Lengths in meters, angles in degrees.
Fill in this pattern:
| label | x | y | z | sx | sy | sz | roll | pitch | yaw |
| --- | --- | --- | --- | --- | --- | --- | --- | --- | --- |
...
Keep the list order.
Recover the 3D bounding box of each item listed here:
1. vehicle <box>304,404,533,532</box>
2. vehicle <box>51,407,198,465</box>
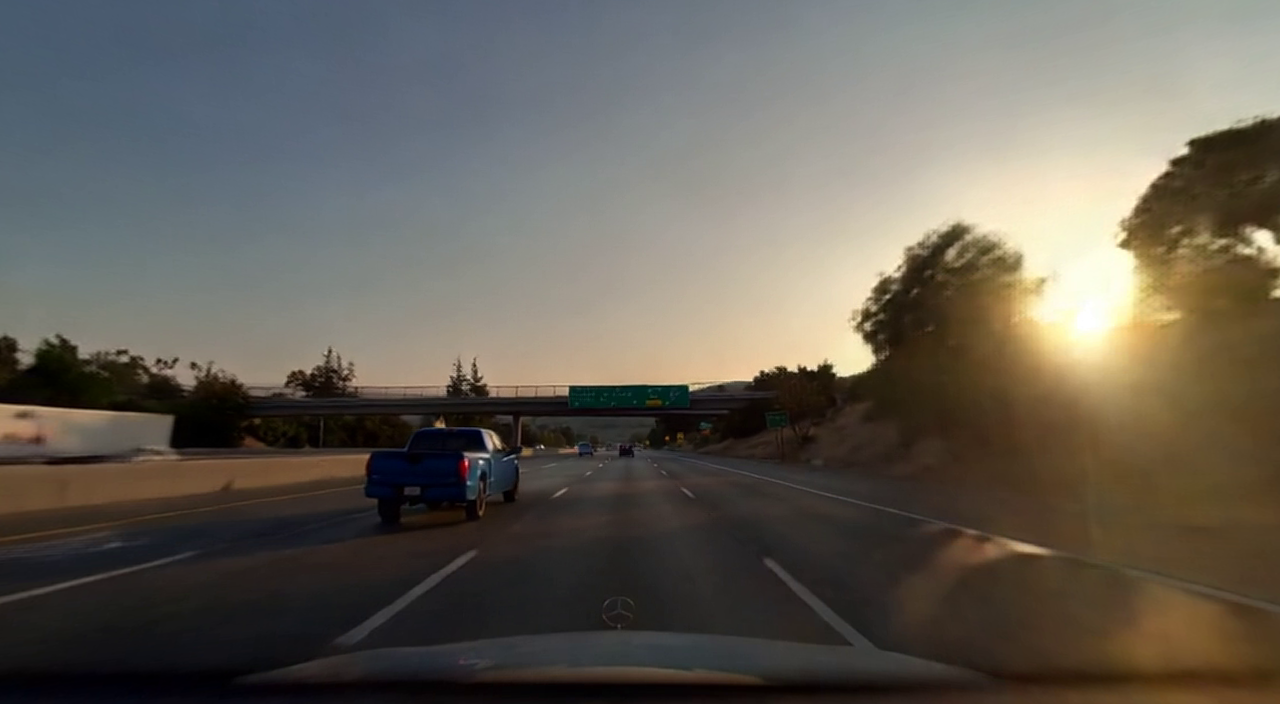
| label | x | y | z | sx | sy | sz | roll | pitch | yaw |
| --- | --- | --- | --- | --- | --- | --- | --- | --- | --- |
| vehicle | -4.019 | 2.269 | 13.045 | 2.529 | 2.003 | 5.904 | 0 | -8 | 1 |
| vehicle | -36.179 | 6.025 | 44.986 | 2.794 | 3.706 | 9.037 | 0 | -8 | -1 |
